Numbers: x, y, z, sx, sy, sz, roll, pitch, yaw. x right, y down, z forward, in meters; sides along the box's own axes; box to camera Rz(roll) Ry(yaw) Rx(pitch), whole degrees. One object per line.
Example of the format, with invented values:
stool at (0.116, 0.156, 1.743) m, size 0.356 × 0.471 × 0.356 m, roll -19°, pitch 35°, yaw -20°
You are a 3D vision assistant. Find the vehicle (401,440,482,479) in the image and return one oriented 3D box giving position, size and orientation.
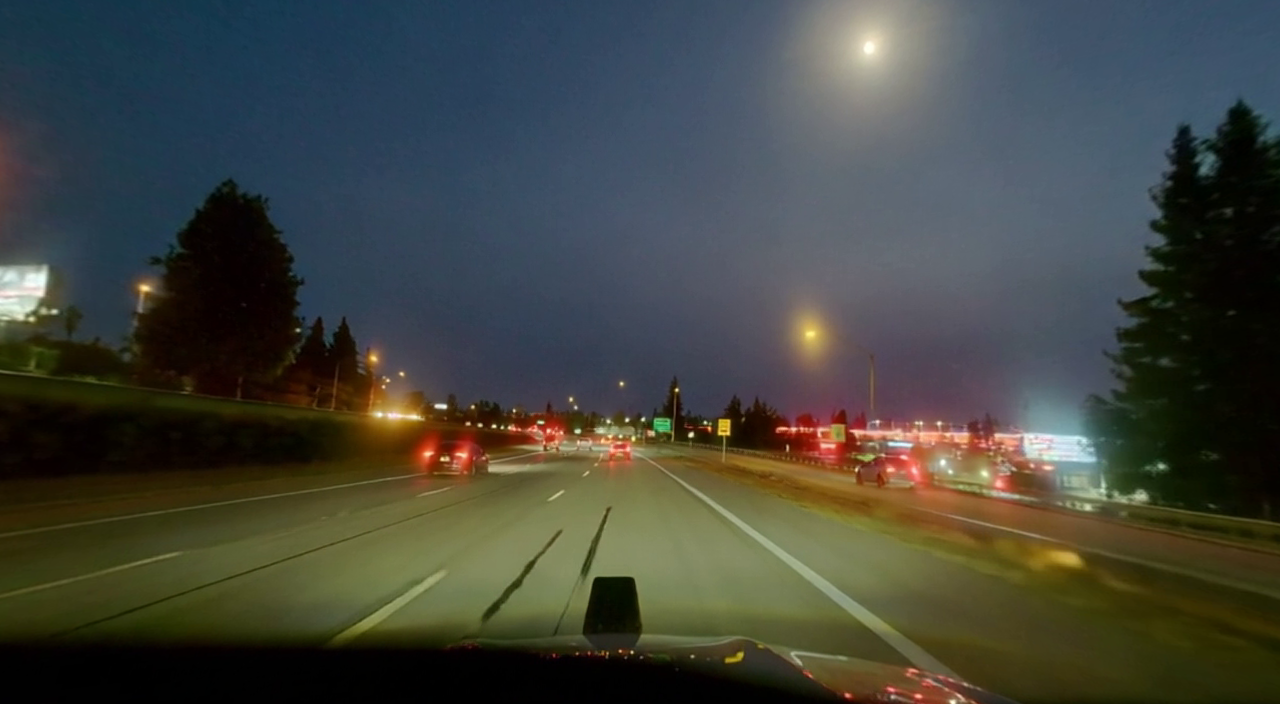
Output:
vehicle at (-8.119, 4.418, 26.266) m, size 2.009 × 1.454 × 4.250 m, roll 0°, pitch -9°, yaw -1°

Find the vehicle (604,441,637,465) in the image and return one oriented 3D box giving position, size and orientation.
vehicle at (-1.289, 6.479, 40.624) m, size 2.038 × 1.414 × 4.357 m, roll 0°, pitch -9°, yaw -3°

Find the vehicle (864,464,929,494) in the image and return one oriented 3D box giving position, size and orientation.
vehicle at (17.445, 8.638, 43.203) m, size 2.023 × 1.782 × 4.193 m, roll 2°, pitch -9°, yaw -12°
